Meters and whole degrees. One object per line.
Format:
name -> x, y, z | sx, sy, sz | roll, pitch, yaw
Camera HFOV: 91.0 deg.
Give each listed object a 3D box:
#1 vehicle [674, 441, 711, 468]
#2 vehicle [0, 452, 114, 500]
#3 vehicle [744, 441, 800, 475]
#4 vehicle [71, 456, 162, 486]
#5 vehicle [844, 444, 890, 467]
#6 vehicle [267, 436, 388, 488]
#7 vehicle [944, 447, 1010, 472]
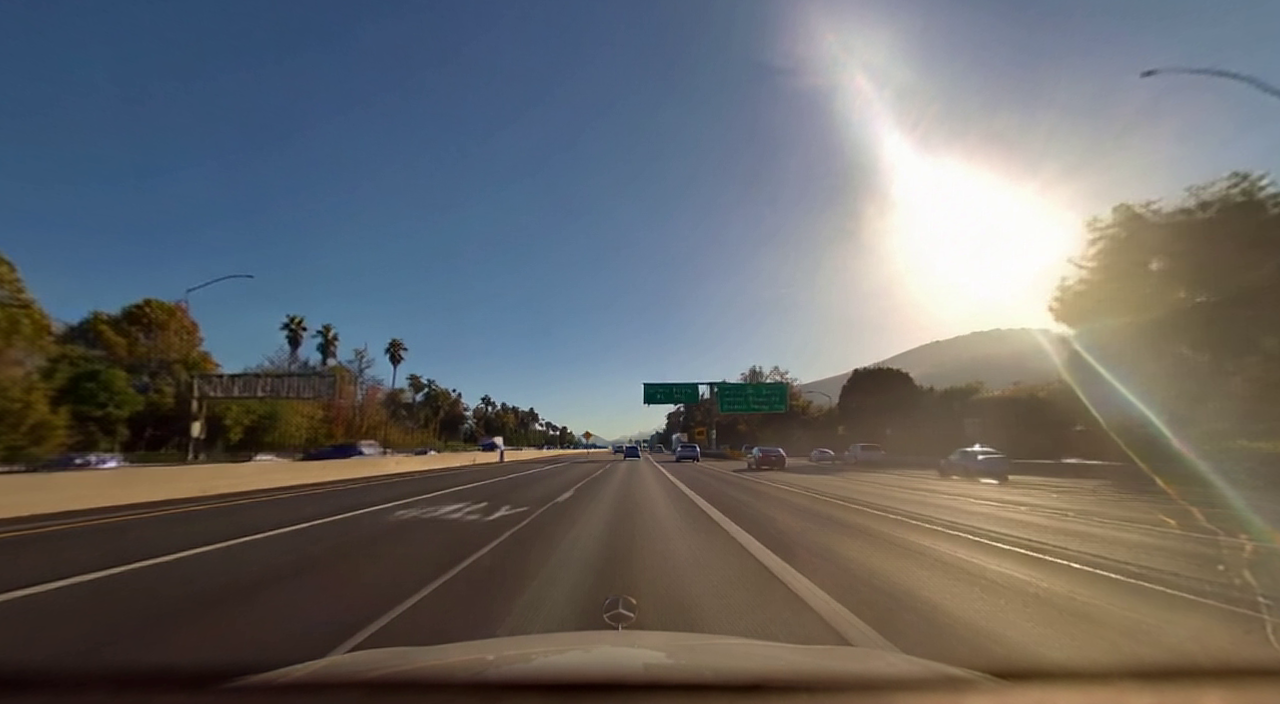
vehicle -> 3.468, 6.829, 42.114 | 2.035, 1.704, 3.867 | 0, -8, -1
vehicle -> -23.968, 4.899, 25.258 | 1.914, 1.698, 4.353 | 0, -8, 0
vehicle -> 6.820, 5.522, 33.061 | 1.902, 1.623, 4.360 | 0, -8, -1
vehicle -> -32.401, 7.329, 39.117 | 1.821, 1.655, 4.534 | 0, -8, -2
vehicle -> 17.231, 7.848, 47.934 | 1.887, 1.642, 4.592 | 0, -8, 2
vehicle -> -12.663, 4.477, 26.011 | 2.256, 1.886, 5.220 | 0, -8, 0
vehicle -> 21.107, 6.735, 39.672 | 1.774, 1.457, 4.653 | 0, -8, 3
